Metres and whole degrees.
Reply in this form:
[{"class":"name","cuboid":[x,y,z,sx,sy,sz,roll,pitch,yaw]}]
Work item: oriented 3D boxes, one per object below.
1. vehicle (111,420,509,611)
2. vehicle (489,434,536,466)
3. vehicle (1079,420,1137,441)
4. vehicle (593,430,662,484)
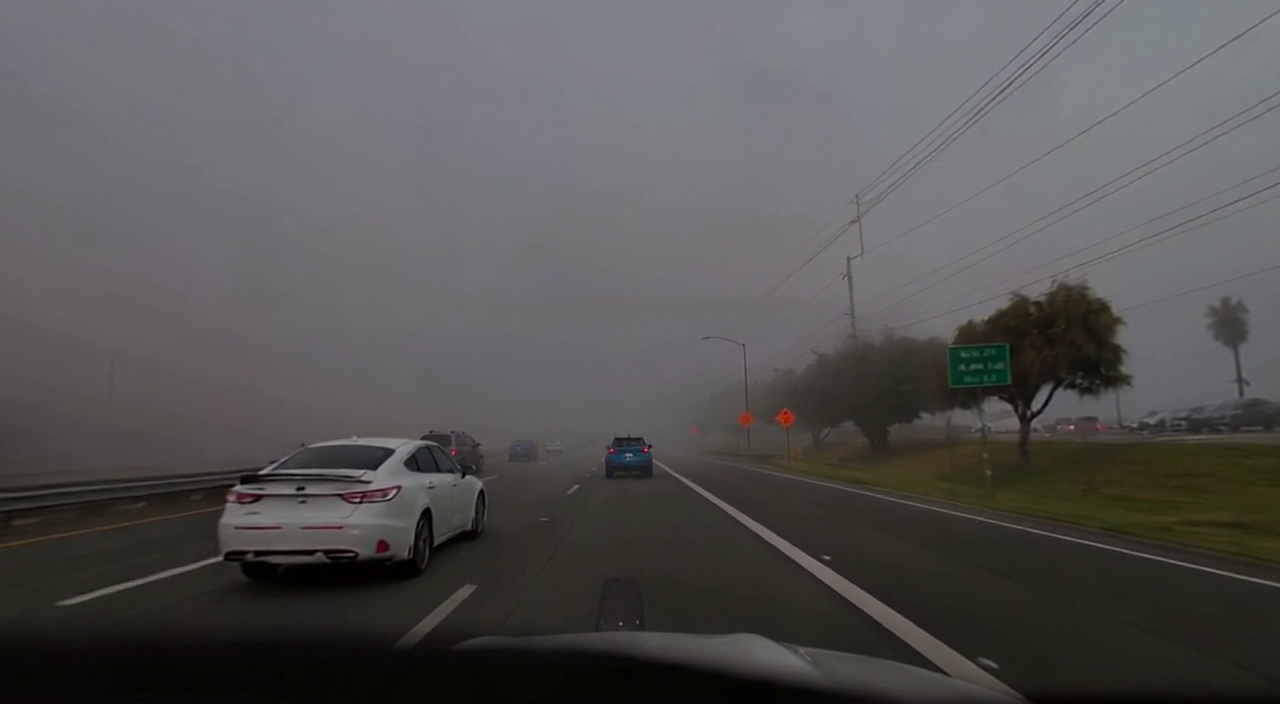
[{"class":"vehicle","cuboid":[-3.135,1.647,7.448,2.174,1.510,4.636,0,-8,0]},{"class":"vehicle","cuboid":[-7.447,5.772,37.337,1.914,1.756,4.179,0,-8,0]},{"class":"vehicle","cuboid":[34.065,5.778,46.108,1.795,1.467,3.675,-2,-8,9]},{"class":"vehicle","cuboid":[-0.440,3.582,21.805,2.140,1.653,4.108,0,-8,-1]}]
